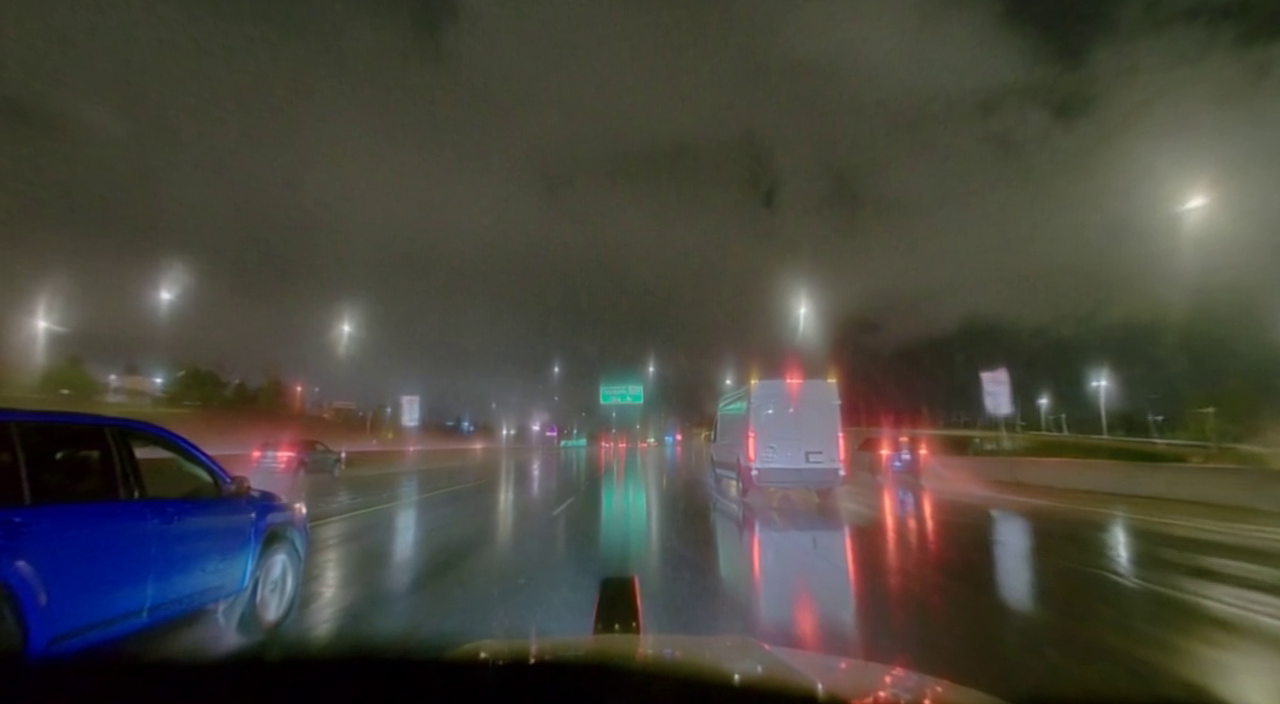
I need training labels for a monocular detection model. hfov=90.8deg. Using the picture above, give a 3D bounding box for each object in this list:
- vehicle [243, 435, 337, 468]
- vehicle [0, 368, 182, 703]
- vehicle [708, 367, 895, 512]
[{"bbox_3d":[-17.972,5.153,32.775,2.044,1.573,4.964,0,-8,0],"label":"vehicle"},{"bbox_3d":[-3.916,0.754,1.852,2.000,1.646,4.201,0,-8,-1],"label":"vehicle"},{"bbox_3d":[3.398,2.134,15.304,2.629,2.718,6.740,0,-8,-1],"label":"vehicle"}]
